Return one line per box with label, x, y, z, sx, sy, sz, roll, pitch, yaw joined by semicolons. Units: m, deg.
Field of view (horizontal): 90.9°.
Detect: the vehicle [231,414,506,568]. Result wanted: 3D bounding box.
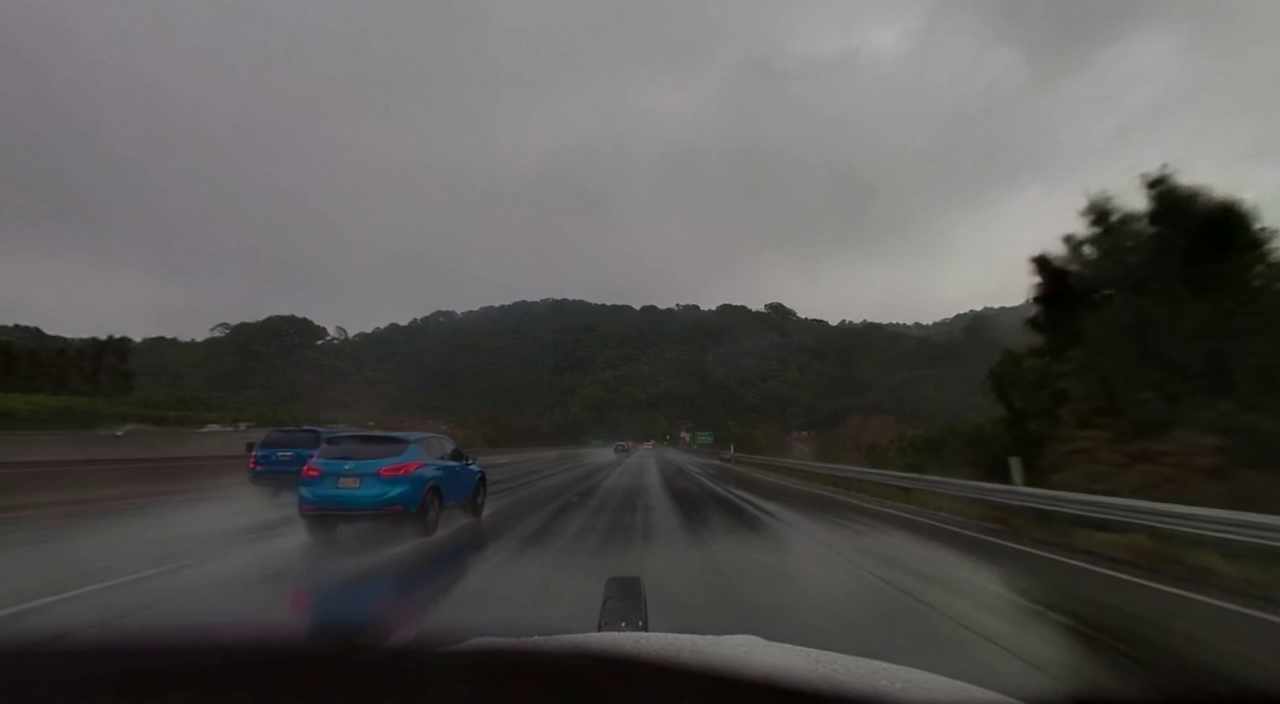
vehicle;-3.411;1.833;9.061;1.983;1.663;4.290;0;-9;1
